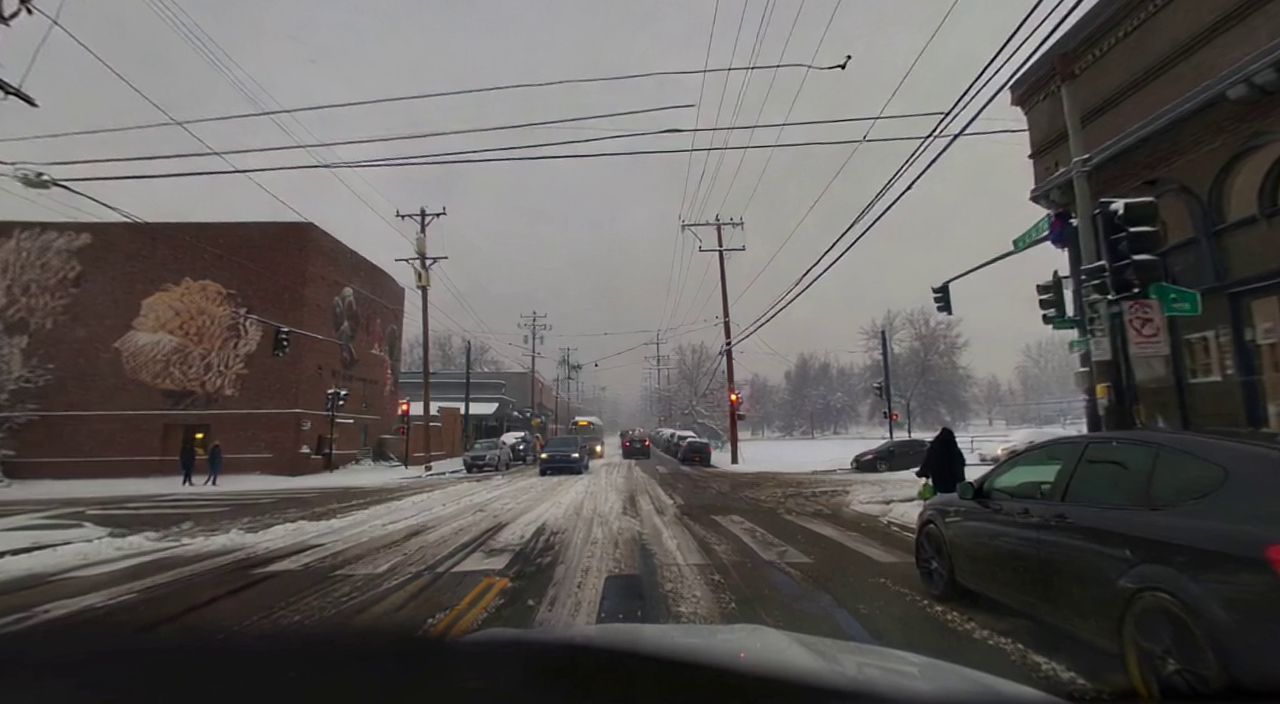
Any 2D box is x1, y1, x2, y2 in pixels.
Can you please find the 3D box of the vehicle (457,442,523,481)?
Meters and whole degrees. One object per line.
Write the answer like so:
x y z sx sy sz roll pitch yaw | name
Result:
-7.042 5.172 30.240 1.892 1.706 5.224 0 -8 0 | vehicle

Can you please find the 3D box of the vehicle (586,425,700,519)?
0.045 2.606 14.245 2.190 1.783 4.048 0 -8 0 | vehicle

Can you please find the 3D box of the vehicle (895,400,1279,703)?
3.480 1.150 3.798 1.949 1.521 4.445 0 -8 -1 | vehicle

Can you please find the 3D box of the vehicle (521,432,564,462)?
-7.052 6.954 46.187 2.127 2.034 5.559 0 -8 1 | vehicle

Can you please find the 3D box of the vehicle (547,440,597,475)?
-3.384 5.312 32.018 2.055 1.660 3.954 0 -8 1 | vehicle
